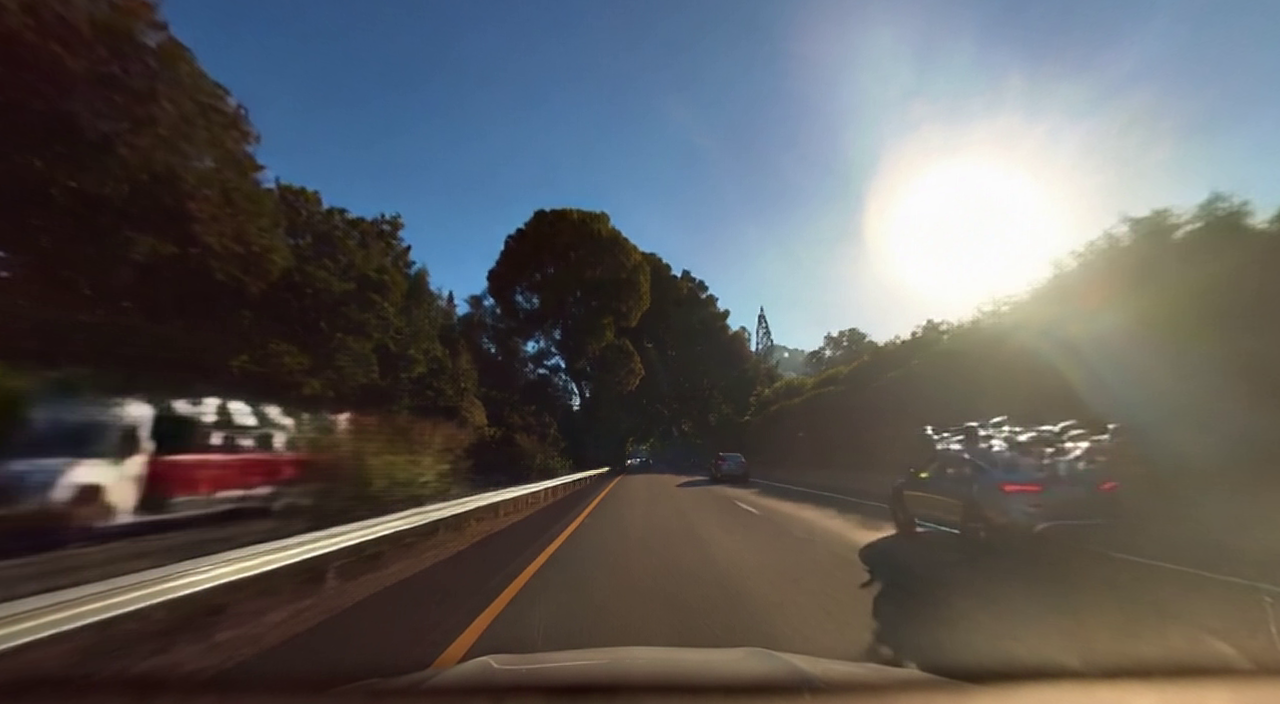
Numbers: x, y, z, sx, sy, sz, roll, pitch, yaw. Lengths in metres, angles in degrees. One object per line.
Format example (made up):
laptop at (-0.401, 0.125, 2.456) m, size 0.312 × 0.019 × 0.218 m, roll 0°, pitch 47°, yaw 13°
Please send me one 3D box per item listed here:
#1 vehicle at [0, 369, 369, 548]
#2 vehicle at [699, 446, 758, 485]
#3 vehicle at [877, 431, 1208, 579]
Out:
vehicle at (-12.487, 3.109, 19.142) m, size 3.046 × 3.630 × 12.421 m, roll 0°, pitch -9°, yaw 0°
vehicle at (4.113, 5.362, 30.047) m, size 2.122 × 1.662 × 4.392 m, roll 0°, pitch -9°, yaw 0°
vehicle at (4.913, 1.884, 8.489) m, size 1.964 × 1.513 × 3.707 m, roll 0°, pitch -9°, yaw 0°
